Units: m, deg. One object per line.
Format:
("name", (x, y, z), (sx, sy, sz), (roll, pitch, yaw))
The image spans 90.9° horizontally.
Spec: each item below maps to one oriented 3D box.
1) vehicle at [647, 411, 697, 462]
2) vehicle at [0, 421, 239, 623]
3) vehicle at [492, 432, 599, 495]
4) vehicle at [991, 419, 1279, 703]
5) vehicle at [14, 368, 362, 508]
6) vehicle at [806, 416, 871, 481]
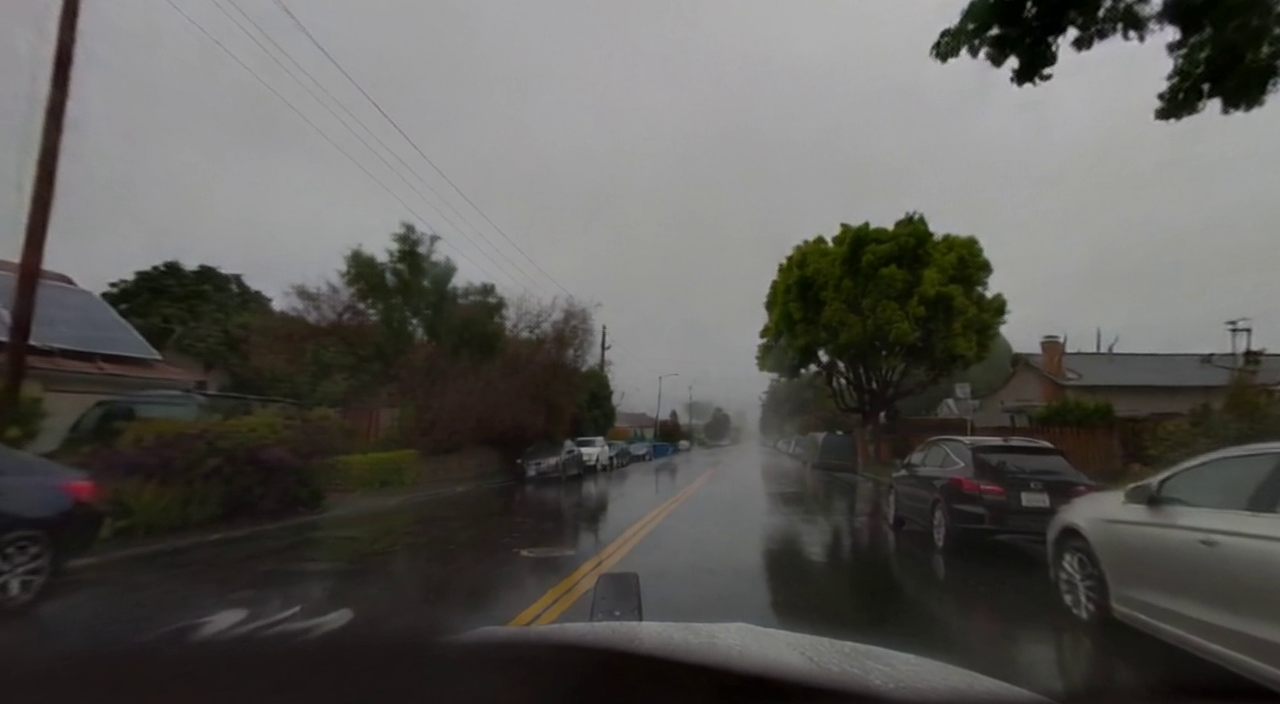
("vehicle", (2.651, 6.643, 49.508), (2.896, 3.648, 8.004), (-1, -8, 10))
("vehicle", (-5.547, 1.260, 4.499), (1.848, 1.406, 4.601), (-3, -6, 10))
("vehicle", (-2.785, 3.389, 19.759), (1.901, 1.472, 4.676), (-5, -6, 9))
("vehicle", (3.755, 1.101, 3.208), (1.969, 1.478, 4.632), (-1, -8, 10))
("vehicle", (-8.595, 1.656, 12.323), (5.210, 2.370, 2.336), (-1, -7, 9))
("vehicle", (8.484, 4.131, 27.330), (2.215, 2.542, 4.550), (-1, -8, 12))
